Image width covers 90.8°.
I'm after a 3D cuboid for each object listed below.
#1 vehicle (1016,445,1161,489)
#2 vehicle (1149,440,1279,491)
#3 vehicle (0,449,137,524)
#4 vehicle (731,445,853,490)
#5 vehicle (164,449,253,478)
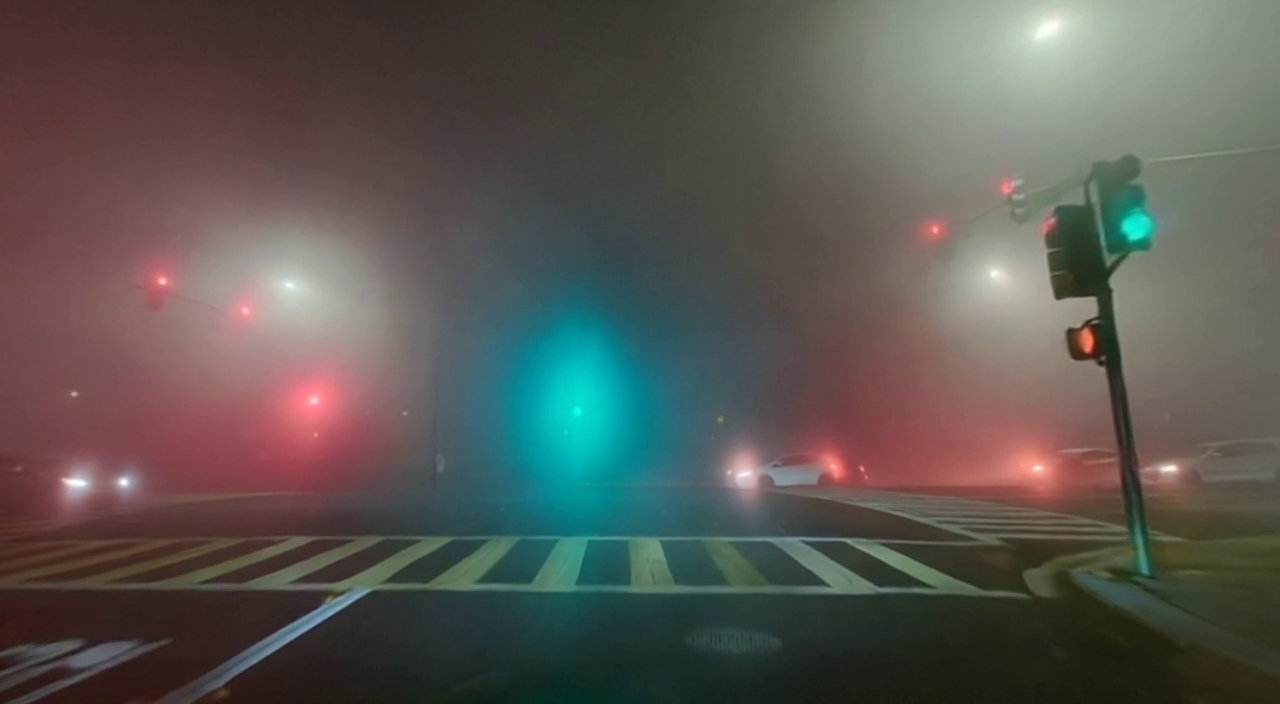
[{"bbox_3d":[18.025,4.633,25.579,4.326,1.672,1.903,0,-9,2],"label":"vehicle"},{"bbox_3d":[20.780,3.890,21.821,4.510,1.673,2.030,0,-9,2],"label":"vehicle"},{"bbox_3d":[-14.017,2.804,13.447,4.989,1.442,1.940,-1,-9,3],"label":"vehicle"},{"bbox_3d":[5.242,4.045,22.223,3.815,1.504,1.790,0,-9,1],"label":"vehicle"},{"bbox_3d":[-24.546,6.335,36.141,1.817,1.488,4.631,0,-9,0],"label":"vehicle"}]
